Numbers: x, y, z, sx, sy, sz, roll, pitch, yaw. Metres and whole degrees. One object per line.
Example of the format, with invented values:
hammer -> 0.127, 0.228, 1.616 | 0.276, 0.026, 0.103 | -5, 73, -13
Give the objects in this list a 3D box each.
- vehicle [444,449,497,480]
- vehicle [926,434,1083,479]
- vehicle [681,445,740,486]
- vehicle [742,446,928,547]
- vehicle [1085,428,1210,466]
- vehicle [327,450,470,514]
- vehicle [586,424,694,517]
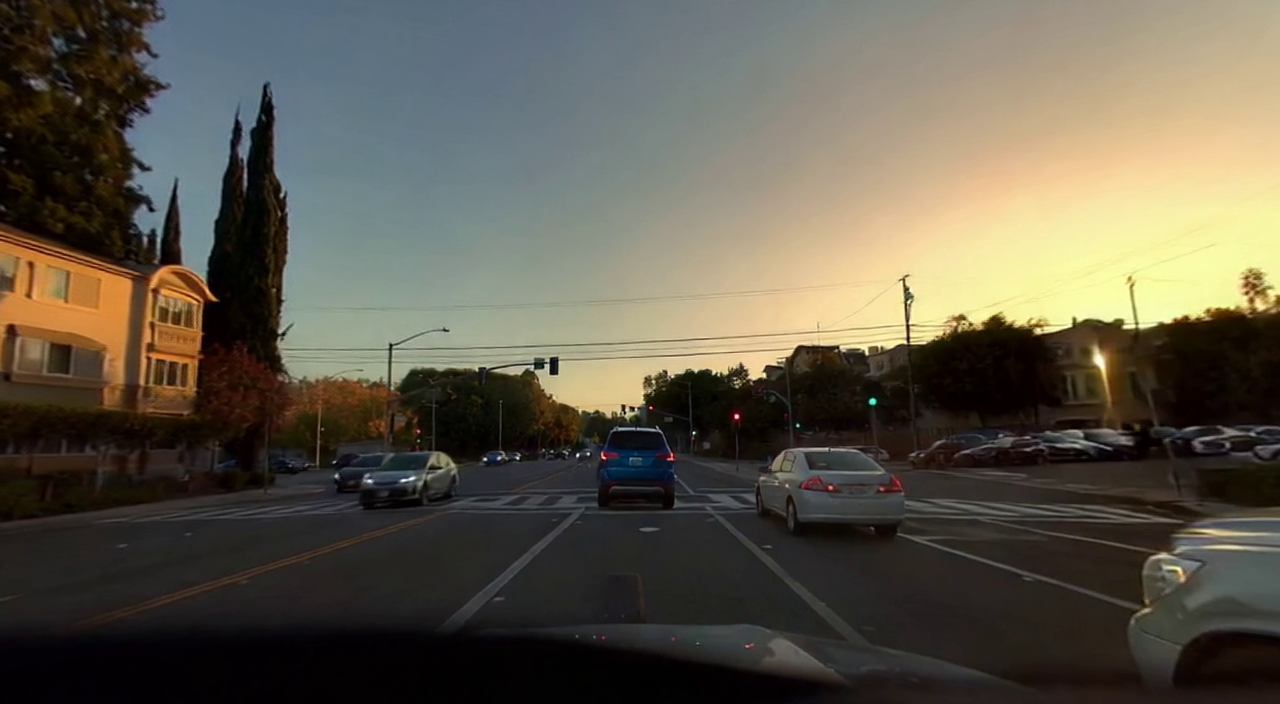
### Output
vehicle -> -10.809, 7.182, 40.372 | 2.161, 1.764, 4.725 | 0, -9, -1
vehicle -> 13.602, 3.896, 23.617 | 4.648, 1.583, 2.018 | 0, -9, -2
vehicle -> 3.168, 5.215, 29.204 | 2.138, 1.729, 4.178 | 0, -9, -2
vehicle -> 3.283, 2.490, 11.634 | 1.900, 1.478, 4.425 | 0, -9, -2
vehicle -> 26.611, 5.005, 33.045 | 4.704, 1.919, 2.130 | 0, -9, -2
vehicle -> -6.367, 3.448, 17.239 | 2.054, 1.478, 4.584 | 0, -9, 0
vehicle -> -0.027, 2.839, 15.530 | 2.296, 1.947, 4.168 | 0, -9, -1
